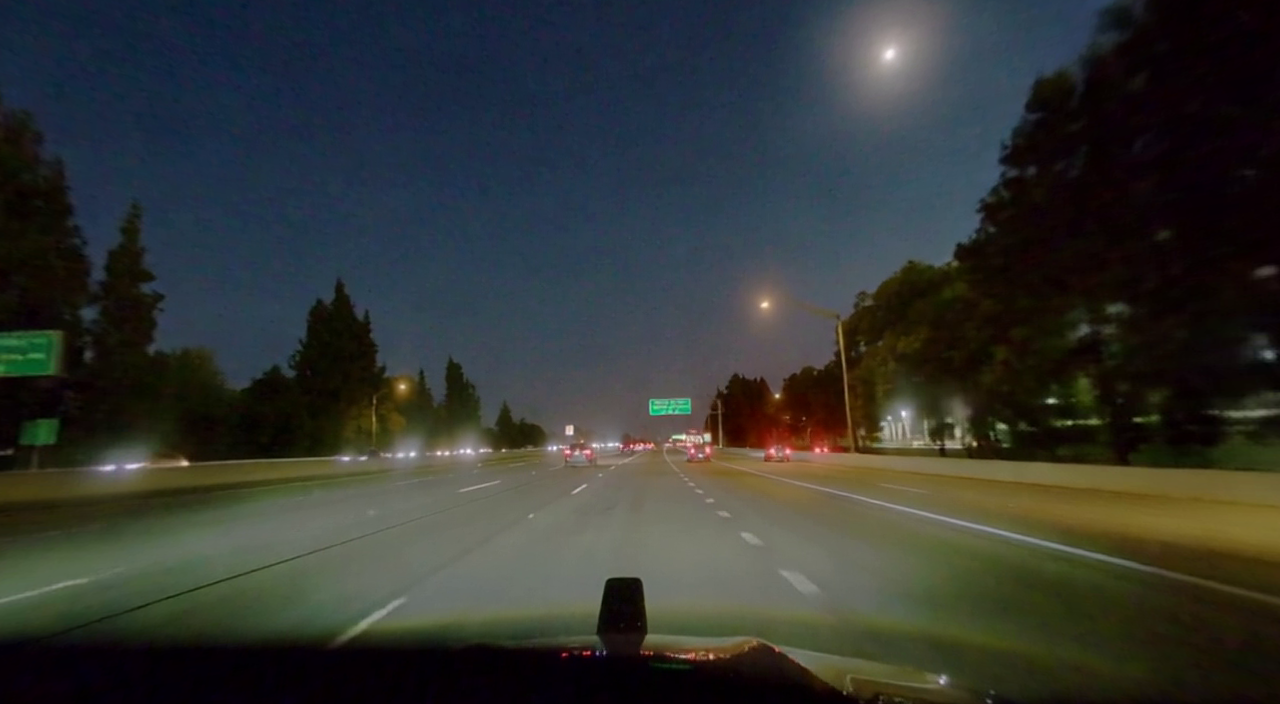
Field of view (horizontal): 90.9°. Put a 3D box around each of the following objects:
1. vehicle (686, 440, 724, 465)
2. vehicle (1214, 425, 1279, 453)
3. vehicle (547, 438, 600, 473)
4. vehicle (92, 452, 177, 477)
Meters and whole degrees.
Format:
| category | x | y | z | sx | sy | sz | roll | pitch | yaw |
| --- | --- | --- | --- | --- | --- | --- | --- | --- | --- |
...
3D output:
| category | x | y | z | sx | sy | sz | roll | pitch | yaw |
| --- | --- | --- | --- | --- | --- | --- | --- | --- | --- |
| vehicle | 4.611 | 7.190 | 45.171 | 2.229 | 1.704 | 4.392 | 0 | -8 | 0 |
| vehicle | 36.949 | 5.155 | 37.315 | 4.052 | 1.601 | 1.838 | 0 | -9 | -1 |
| vehicle | -3.431 | 5.444 | 33.447 | 2.196 | 1.733 | 4.355 | 0 | -8 | 2 |
| vehicle | -31.557 | 6.995 | 39.515 | 1.764 | 1.427 | 4.243 | 0 | -8 | 1 |
